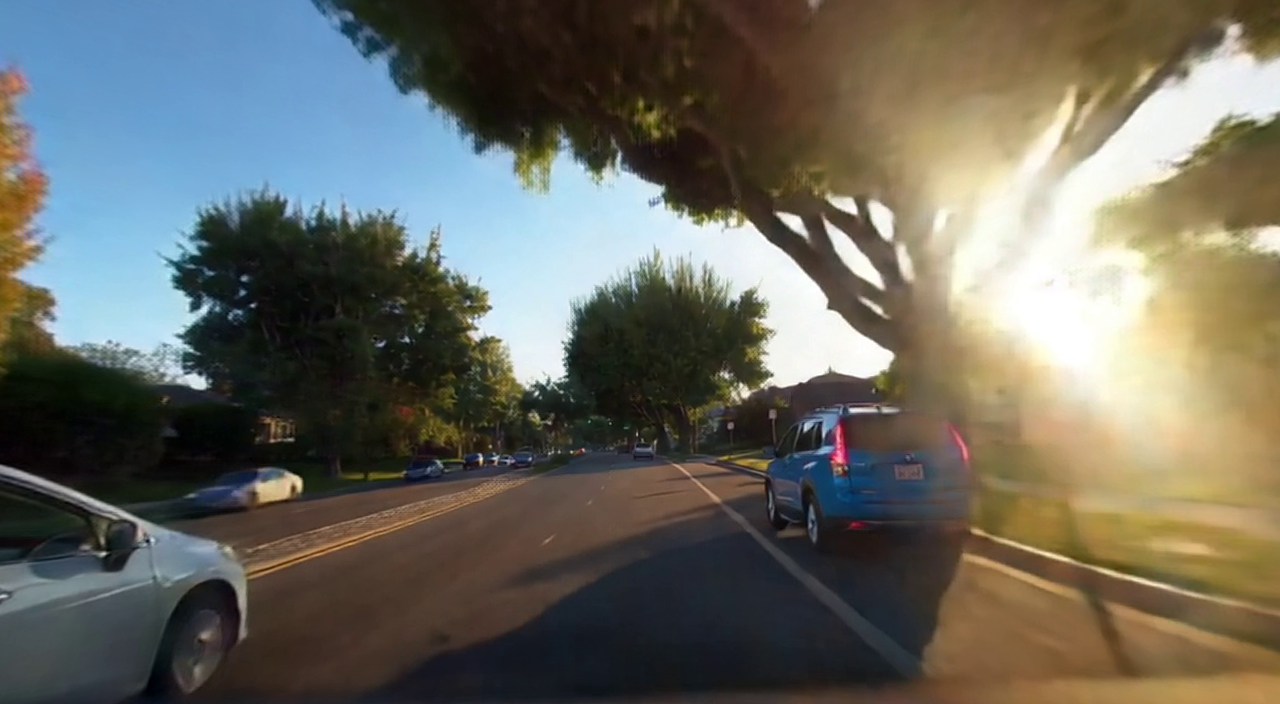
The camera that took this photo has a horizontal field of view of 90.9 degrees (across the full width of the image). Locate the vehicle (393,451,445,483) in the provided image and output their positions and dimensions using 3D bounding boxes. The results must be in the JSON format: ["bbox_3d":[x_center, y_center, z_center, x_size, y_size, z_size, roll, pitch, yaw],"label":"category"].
[{"bbox_3d":[-13.541,7.033,38.836,1.931,1.788,4.224,0,-9,-4],"label":"vehicle"}]

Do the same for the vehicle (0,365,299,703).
[{"bbox_3d":[-3.333,0.836,1.891,2.058,1.659,4.514,-1,-8,0],"label":"vehicle"}]

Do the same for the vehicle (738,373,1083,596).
[{"bbox_3d":[2.962,1.653,8.771,2.338,2.063,5.592,-1,-8,1],"label":"vehicle"}]
